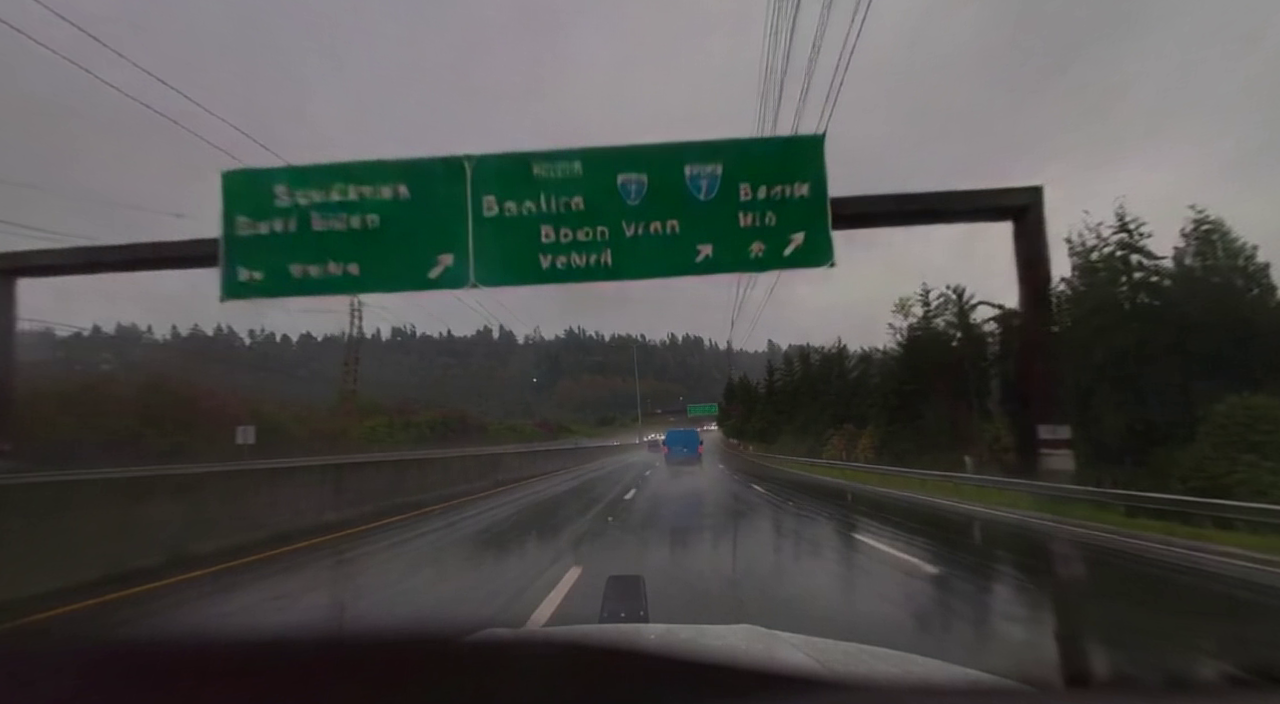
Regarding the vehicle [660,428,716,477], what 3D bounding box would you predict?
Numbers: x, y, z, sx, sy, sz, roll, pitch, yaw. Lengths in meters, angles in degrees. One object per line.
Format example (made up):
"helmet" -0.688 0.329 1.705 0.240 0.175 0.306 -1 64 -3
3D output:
"vehicle" 2.109 4.522 28.403 2.261 1.969 5.104 0 -9 3
